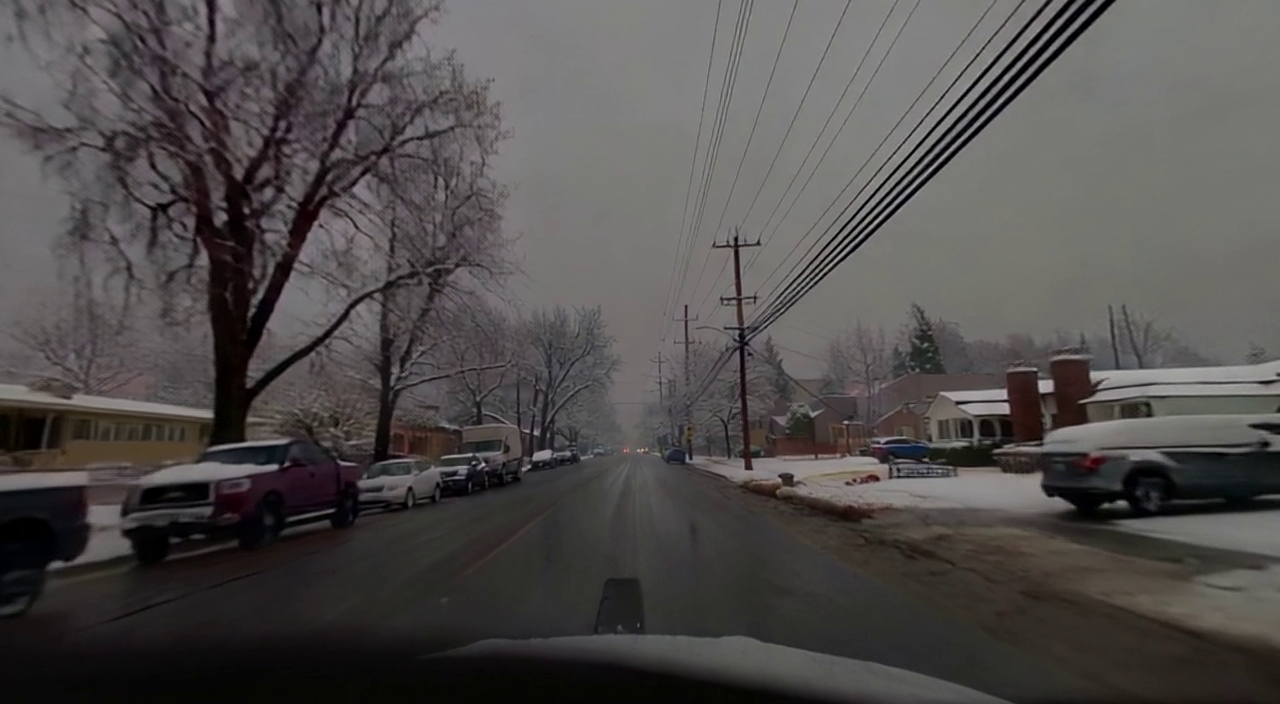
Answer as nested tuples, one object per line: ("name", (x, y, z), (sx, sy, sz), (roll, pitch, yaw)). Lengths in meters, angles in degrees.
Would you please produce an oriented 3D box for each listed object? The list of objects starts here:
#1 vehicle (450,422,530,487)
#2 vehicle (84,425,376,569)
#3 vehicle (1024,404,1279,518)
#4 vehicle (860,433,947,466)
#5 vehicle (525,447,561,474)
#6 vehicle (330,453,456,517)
("vehicle", (-6.957, 4.873, 30.014), (2.439, 2.724, 5.647), (-1, -10, -1))
("vehicle", (-6.474, 2.345, 10.846), (1.941, 1.832, 4.666), (-2, -10, -1))
("vehicle", (9.830, 1.858, 10.999), (4.979, 1.769, 1.943), (0, -9, -1))
("vehicle", (15.834, 5.906, 38.095), (4.275, 1.645, 1.874), (-4, -12, 1))
("vehicle", (-6.956, 7.788, 45.692), (1.963, 1.820, 4.297), (0, -9, -1))
("vehicle", (-6.560, 3.564, 17.359), (1.858, 1.476, 4.262), (-1, -9, -2))
